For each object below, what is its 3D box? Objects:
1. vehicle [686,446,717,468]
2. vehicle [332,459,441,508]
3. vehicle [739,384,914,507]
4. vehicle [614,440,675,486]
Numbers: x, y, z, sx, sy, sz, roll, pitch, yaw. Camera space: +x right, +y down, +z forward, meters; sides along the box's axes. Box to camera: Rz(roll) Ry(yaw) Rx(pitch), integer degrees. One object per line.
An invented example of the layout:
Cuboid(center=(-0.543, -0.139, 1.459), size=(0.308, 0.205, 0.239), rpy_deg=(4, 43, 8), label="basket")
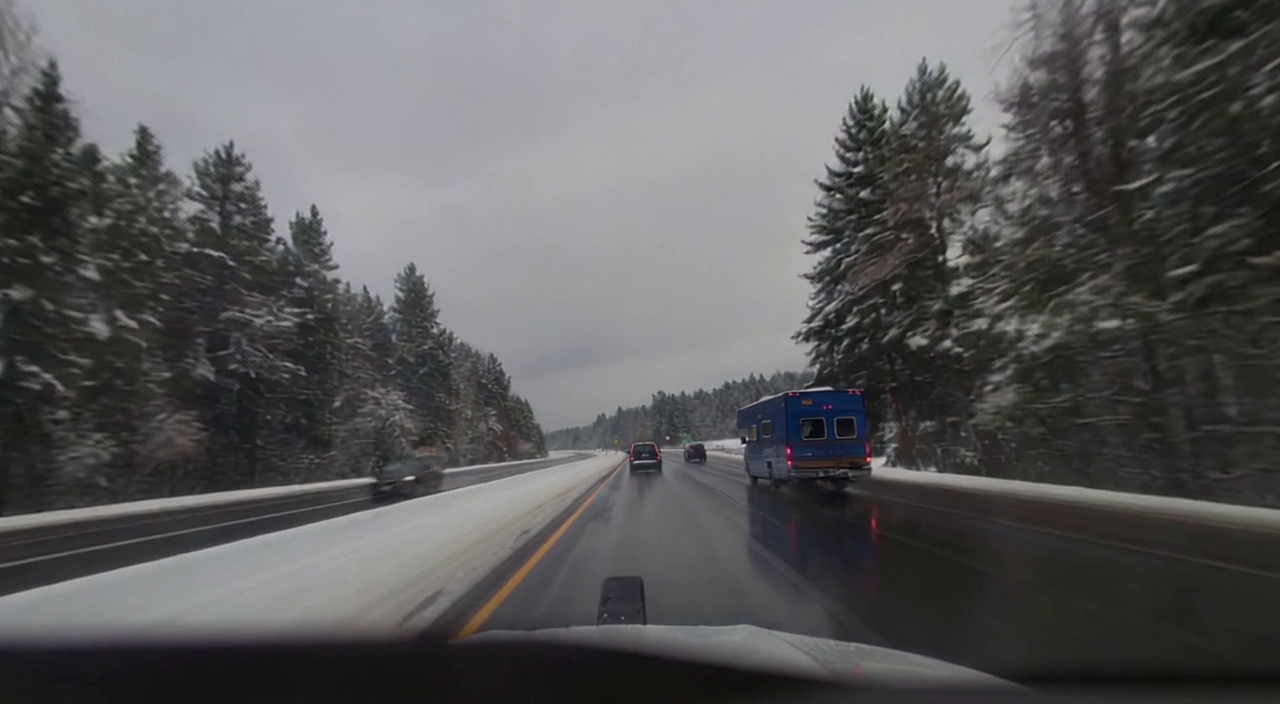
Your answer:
Cuboid(center=(4.253, 7.271, 43.785), size=(1.757, 1.459, 3.398), rpy_deg=(0, -9, -1), label="vehicle")
Cuboid(center=(-8.682, 4.510, 22.080), size=(2.069, 1.468, 4.368), rpy_deg=(0, -9, -1), label="vehicle")
Cuboid(center=(4.859, 2.699, 18.124), size=(2.745, 2.832, 7.035), rpy_deg=(0, -9, -1), label="vehicle")
Cuboid(center=(0.117, 4.207, 24.117), size=(2.120, 1.575, 4.018), rpy_deg=(0, -9, -1), label="vehicle")
